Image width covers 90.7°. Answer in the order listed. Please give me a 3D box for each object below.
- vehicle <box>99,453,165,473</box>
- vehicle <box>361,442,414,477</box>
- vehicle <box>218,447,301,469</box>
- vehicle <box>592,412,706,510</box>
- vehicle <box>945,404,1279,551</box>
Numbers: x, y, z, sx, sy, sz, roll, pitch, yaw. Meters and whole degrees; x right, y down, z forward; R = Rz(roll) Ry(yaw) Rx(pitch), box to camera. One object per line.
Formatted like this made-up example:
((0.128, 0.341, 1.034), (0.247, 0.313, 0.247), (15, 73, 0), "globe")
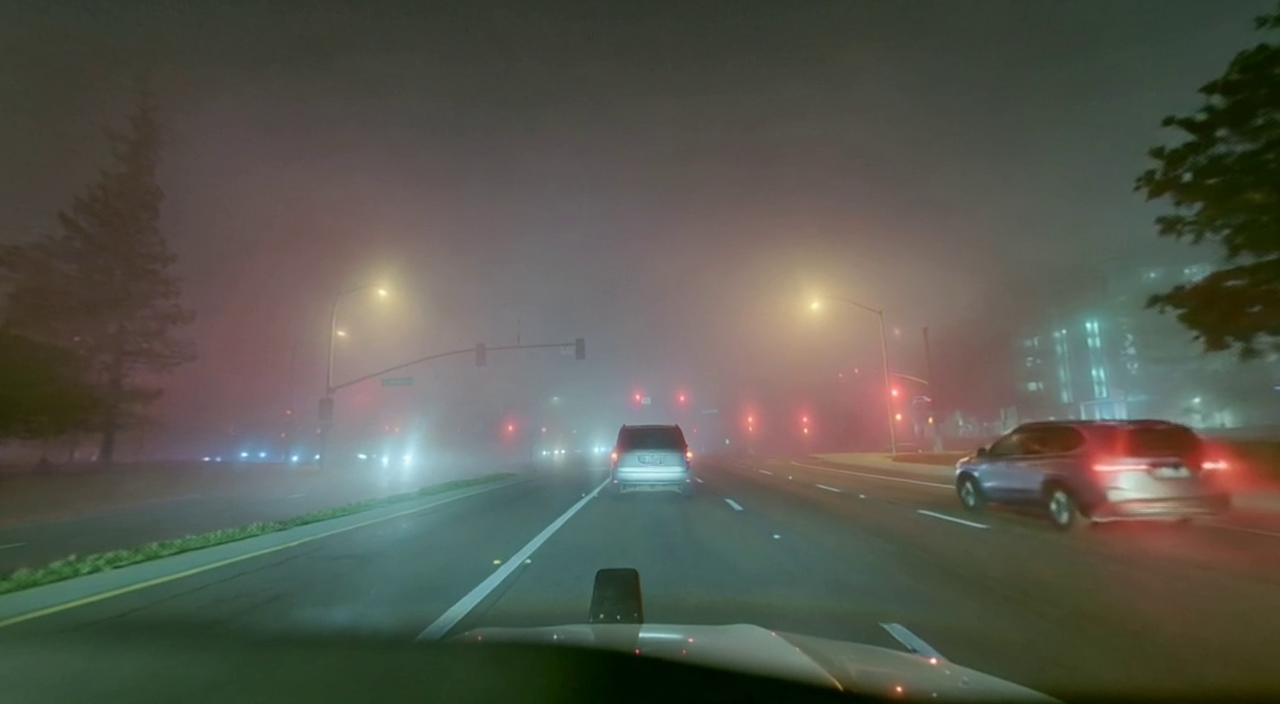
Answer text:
((-39.654, 8.667, 49.442), (3.386, 1.456, 2.024), (0, -9, -1), "vehicle")
((-13.038, 5.562, 32.964), (2.209, 1.627, 4.582), (3, -9, -18), "vehicle")
((-29.831, 8.307, 49.645), (5.244, 1.715, 1.950), (0, -9, 1), "vehicle")
((0.222, 2.549, 15.099), (2.267, 1.926, 4.708), (0, -9, 1), "vehicle")
((6.983, 1.799, 9.640), (2.447, 1.707, 4.396), (0, -9, 0), "vehicle")
